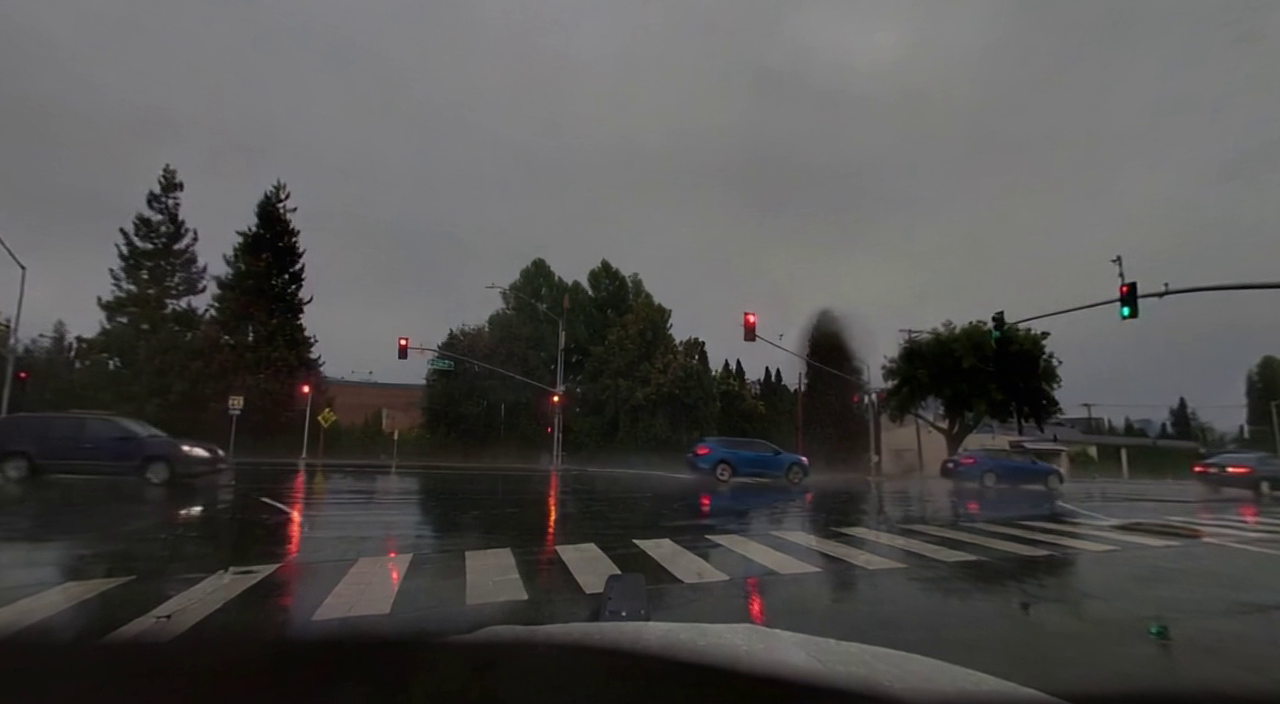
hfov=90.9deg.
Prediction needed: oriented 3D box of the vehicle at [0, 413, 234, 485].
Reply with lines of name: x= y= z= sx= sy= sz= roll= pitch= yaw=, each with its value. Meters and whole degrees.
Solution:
vehicle: x=-14.490 y=2.667 z=17.280 sx=5.155 sy=1.784 sz=2.174 roll=4 pitch=-9 yaw=-18

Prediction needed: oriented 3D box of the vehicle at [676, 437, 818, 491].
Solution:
vehicle: x=3.900 y=4.065 z=23.253 sx=4.708 sy=1.810 sz=1.986 roll=3 pitch=-9 yaw=-17

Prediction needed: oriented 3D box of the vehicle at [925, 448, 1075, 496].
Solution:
vehicle: x=12.500 y=4.115 z=21.961 sx=4.475 sy=1.496 sz=1.861 roll=2 pitch=-9 yaw=-17

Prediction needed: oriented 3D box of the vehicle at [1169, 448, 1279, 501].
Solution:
vehicle: x=19.796 y=3.852 z=20.164 sx=4.952 sy=1.511 sz=1.855 roll=2 pitch=-9 yaw=-17
